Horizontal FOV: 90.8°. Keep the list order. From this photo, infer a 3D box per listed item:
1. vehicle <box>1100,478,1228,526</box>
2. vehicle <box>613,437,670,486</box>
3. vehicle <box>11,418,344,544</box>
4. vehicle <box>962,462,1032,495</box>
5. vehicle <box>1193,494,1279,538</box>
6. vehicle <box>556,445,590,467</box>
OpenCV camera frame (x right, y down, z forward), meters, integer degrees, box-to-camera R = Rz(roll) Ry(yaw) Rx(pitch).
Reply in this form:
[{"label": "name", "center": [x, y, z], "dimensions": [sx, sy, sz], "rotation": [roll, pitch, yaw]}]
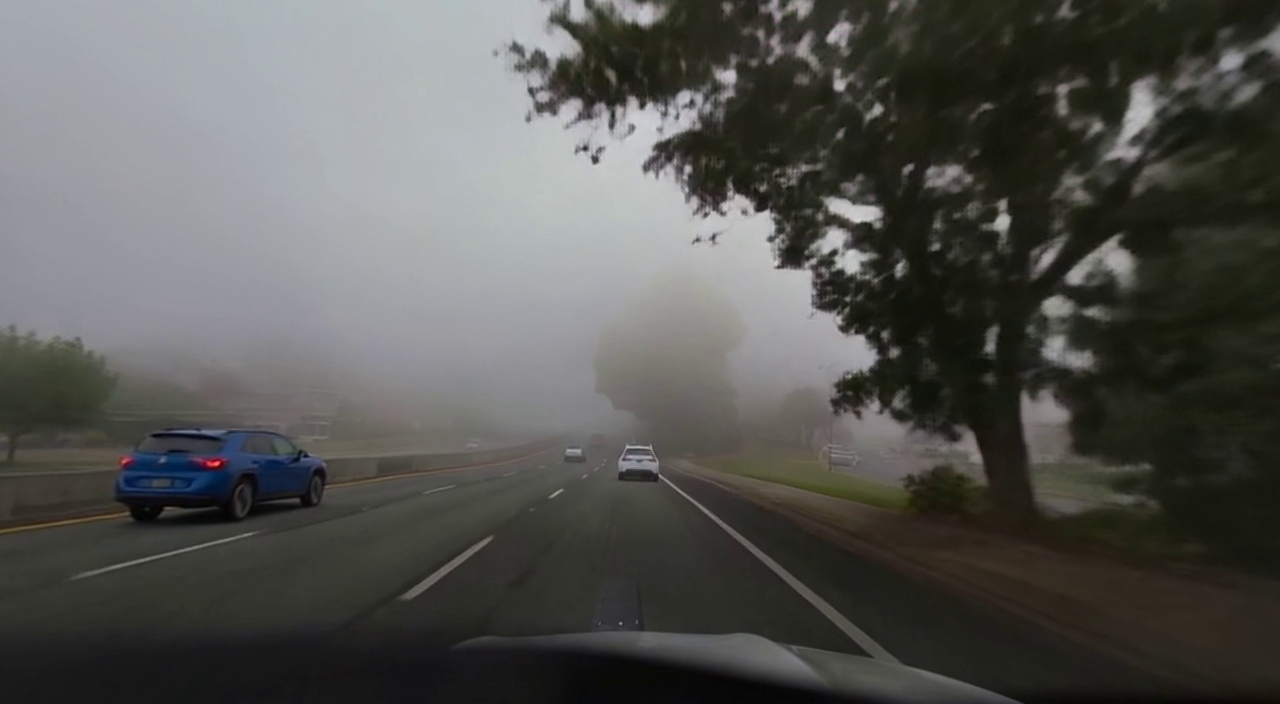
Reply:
[{"label": "vehicle", "center": [26.984, 7.695, 32.823], "dimensions": [1.858, 1.849, 4.942], "rotation": [0, -7, -10]}, {"label": "vehicle", "center": [0.029, 4.421, 25.805], "dimensions": [2.125, 1.830, 4.370], "rotation": [0, -9, 0]}, {"label": "vehicle", "center": [-7.358, 2.094, 10.995], "dimensions": [1.997, 1.650, 5.090], "rotation": [0, -9, -1]}, {"label": "vehicle", "center": [25.656, 9.068, 45.619], "dimensions": [1.975, 1.950, 4.526], "rotation": [-1, -7, -6]}, {"label": "vehicle", "center": [27.645, 7.287, 27.804], "dimensions": [1.874, 1.577, 4.877], "rotation": [5, -9, -8]}, {"label": "vehicle", "center": [-5.118, 8.013, 48.846], "dimensions": [2.123, 1.592, 4.505], "rotation": [0, -9, -1]}]
